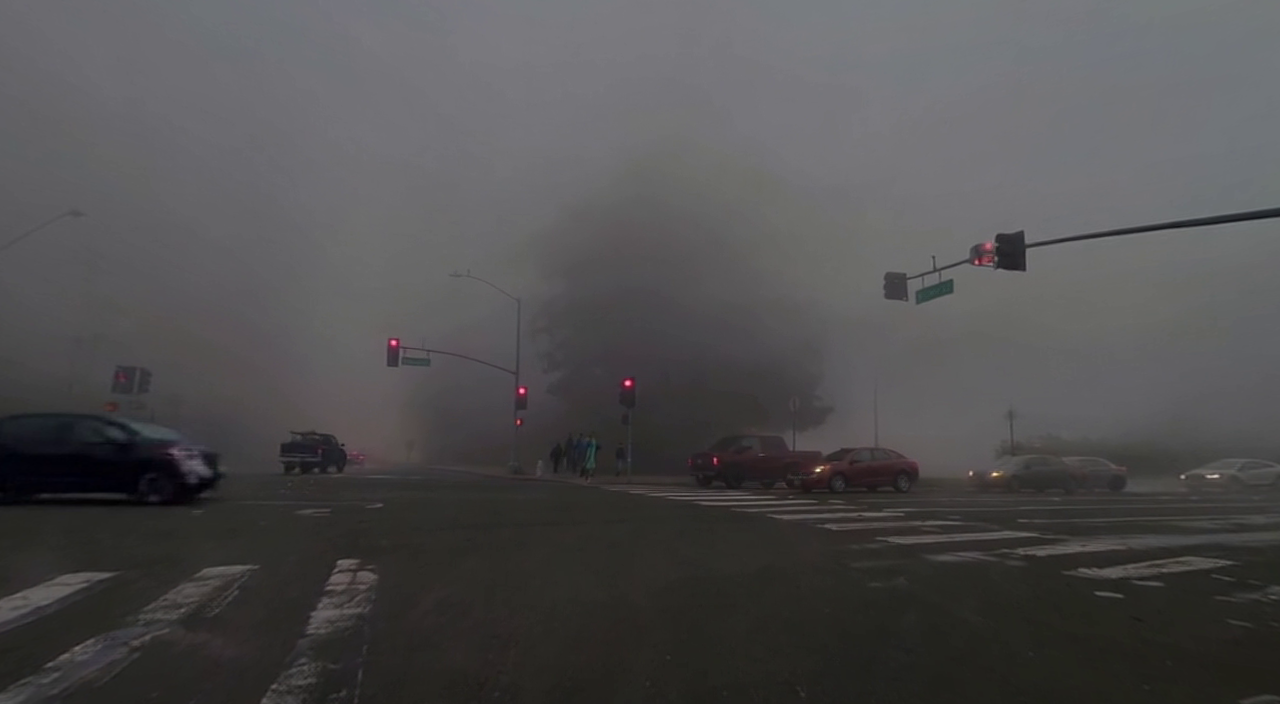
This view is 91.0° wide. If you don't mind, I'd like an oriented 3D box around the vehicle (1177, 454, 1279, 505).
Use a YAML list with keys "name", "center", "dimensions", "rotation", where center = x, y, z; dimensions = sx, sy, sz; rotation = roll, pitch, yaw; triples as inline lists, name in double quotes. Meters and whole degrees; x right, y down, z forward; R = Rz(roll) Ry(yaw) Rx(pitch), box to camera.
- name: "vehicle"
  center: [24.297, 5.037, 25.092]
  dimensions: [4.322, 1.522, 1.795]
  rotation: [-4, -9, -9]

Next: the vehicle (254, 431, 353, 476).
- name: "vehicle"
  center: [-16.396, 4.968, 31.093]
  dimensions: [2.243, 2.011, 5.631]
  rotation: [1, -9, -6]

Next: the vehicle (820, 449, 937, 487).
- name: "vehicle"
  center: [10.643, 5.180, 28.279]
  dimensions: [4.537, 1.608, 1.827]
  rotation: [2, -9, -8]

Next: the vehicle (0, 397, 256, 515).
- name: "vehicle"
  center: [-9.456, 1.723, 10.582]
  dimensions: [4.633, 1.739, 2.090]
  rotation: [3, -9, -17]

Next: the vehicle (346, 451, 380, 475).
- name: "vehicle"
  center: [-19.433, 7.728, 44.062]
  dimensions: [1.964, 1.525, 4.750]
  rotation: [4, -9, -24]

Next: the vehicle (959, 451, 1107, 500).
- name: "vehicle"
  center: [14.882, 4.671, 23.979]
  dimensions: [4.356, 1.498, 1.957]
  rotation: [-2, -8, -7]

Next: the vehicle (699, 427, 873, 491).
- name: "vehicle"
  center: [5.088, 3.769, 22.217]
  dimensions: [5.535, 1.896, 2.170]
  rotation: [4, -9, -10]
